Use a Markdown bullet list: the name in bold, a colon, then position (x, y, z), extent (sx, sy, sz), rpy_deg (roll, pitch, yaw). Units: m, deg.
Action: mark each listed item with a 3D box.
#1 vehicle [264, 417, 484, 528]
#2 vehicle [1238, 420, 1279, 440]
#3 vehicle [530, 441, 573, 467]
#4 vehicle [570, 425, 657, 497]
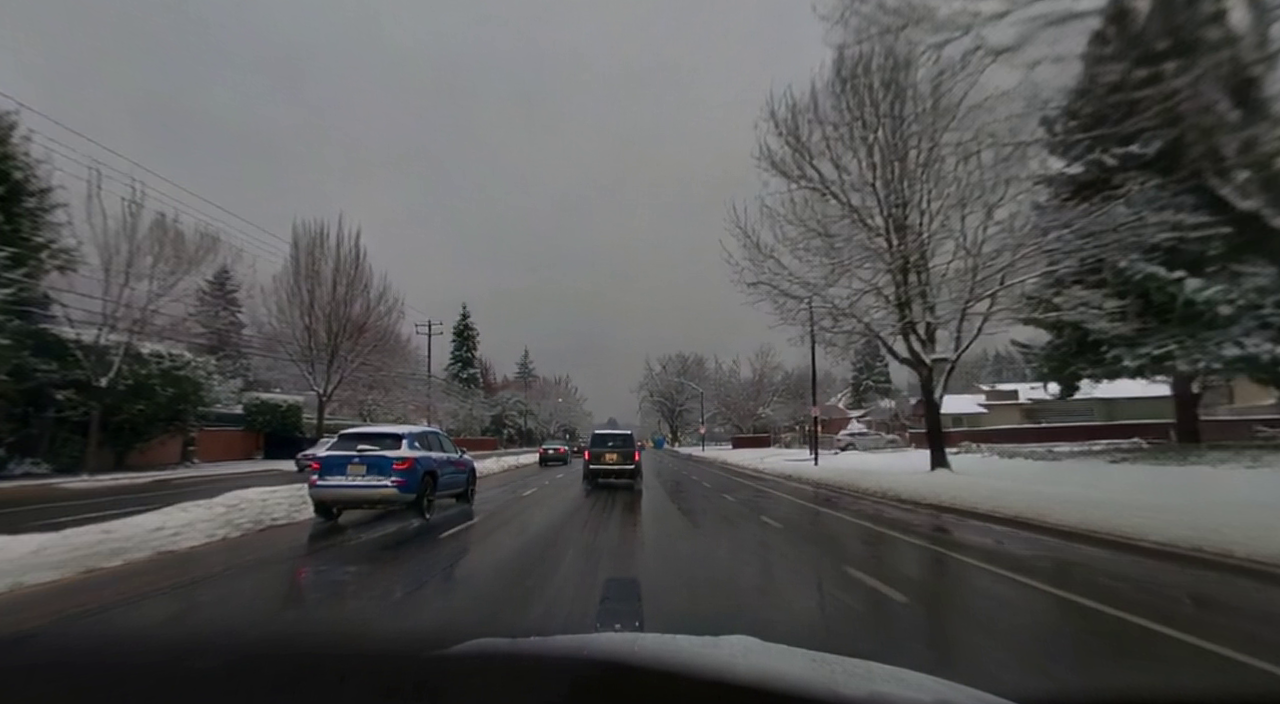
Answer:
- **vehicle**: position (-4.742, 2.218, 12.262), extent (2.243, 1.722, 4.621), rpy_deg (0, -8, 0)
- **vehicle**: position (49.129, 6.153, 49.509), extent (1.968, 1.502, 4.125), rpy_deg (-4, -9, 25)
- **vehicle**: position (-5.374, 6.298, 39.080), extent (2.014, 1.493, 4.658), rpy_deg (0, -8, 0)
- **vehicle**: position (-0.681, 3.017, 17.785), extent (2.131, 1.761, 4.242), rpy_deg (0, -8, -1)
